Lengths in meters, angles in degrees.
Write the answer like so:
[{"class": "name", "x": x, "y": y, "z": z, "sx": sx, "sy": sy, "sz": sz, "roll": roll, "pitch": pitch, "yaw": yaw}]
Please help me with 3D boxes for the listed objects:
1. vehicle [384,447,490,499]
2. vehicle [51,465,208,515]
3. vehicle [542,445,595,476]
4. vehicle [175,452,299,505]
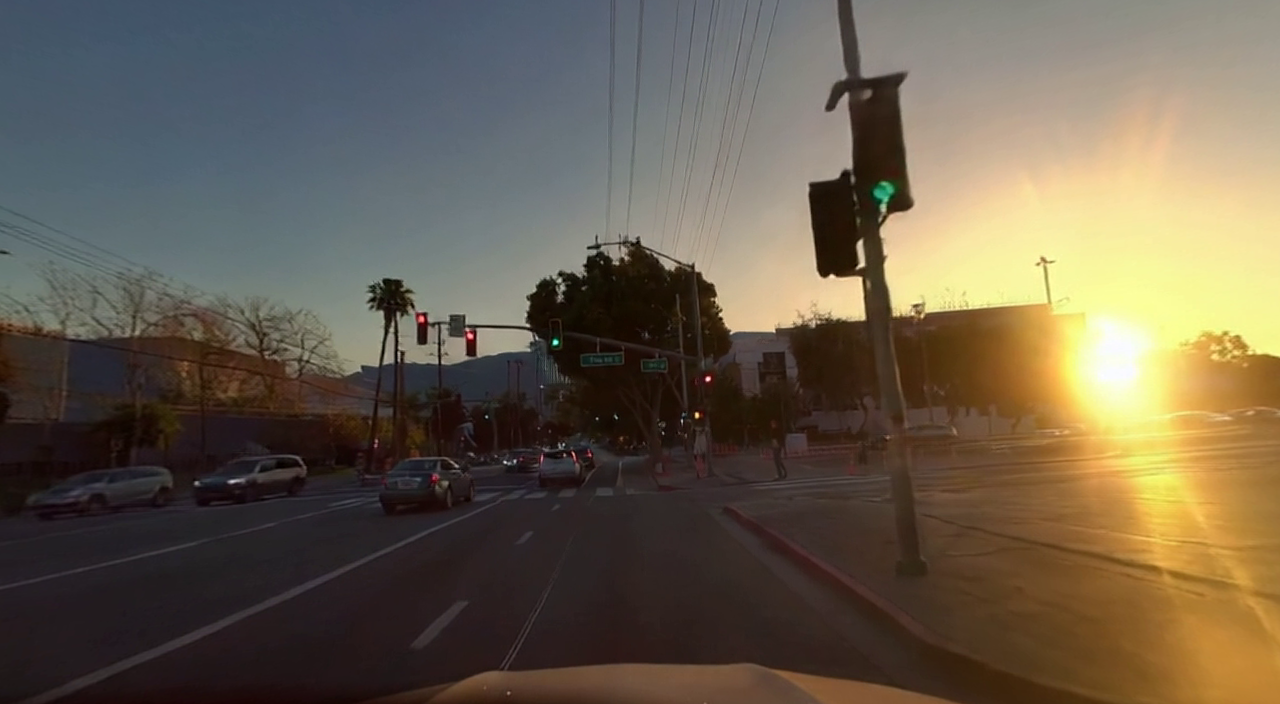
[{"class": "vehicle", "x": -6.519, "y": 3.920, "z": 20.876, "sx": 1.960, "sy": 1.479, "sz": 4.654, "roll": 0, "pitch": -9, "yaw": 0}, {"class": "vehicle", "x": -18.883, "y": 5.091, "z": 23.650, "sx": 1.861, "sy": 1.493, "sz": 4.754, "roll": 0, "pitch": -9, "yaw": 1}, {"class": "vehicle", "x": -3.576, "y": 5.488, "z": 32.148, "sx": 2.147, "sy": 1.472, "sz": 4.406, "roll": 0, "pitch": -9, "yaw": 0}, {"class": "vehicle", "x": -15.641, "y": 4.897, "z": 24.758, "sx": 2.139, "sy": 1.692, "sz": 4.099, "roll": -4, "pitch": -9, "yaw": 1}]
